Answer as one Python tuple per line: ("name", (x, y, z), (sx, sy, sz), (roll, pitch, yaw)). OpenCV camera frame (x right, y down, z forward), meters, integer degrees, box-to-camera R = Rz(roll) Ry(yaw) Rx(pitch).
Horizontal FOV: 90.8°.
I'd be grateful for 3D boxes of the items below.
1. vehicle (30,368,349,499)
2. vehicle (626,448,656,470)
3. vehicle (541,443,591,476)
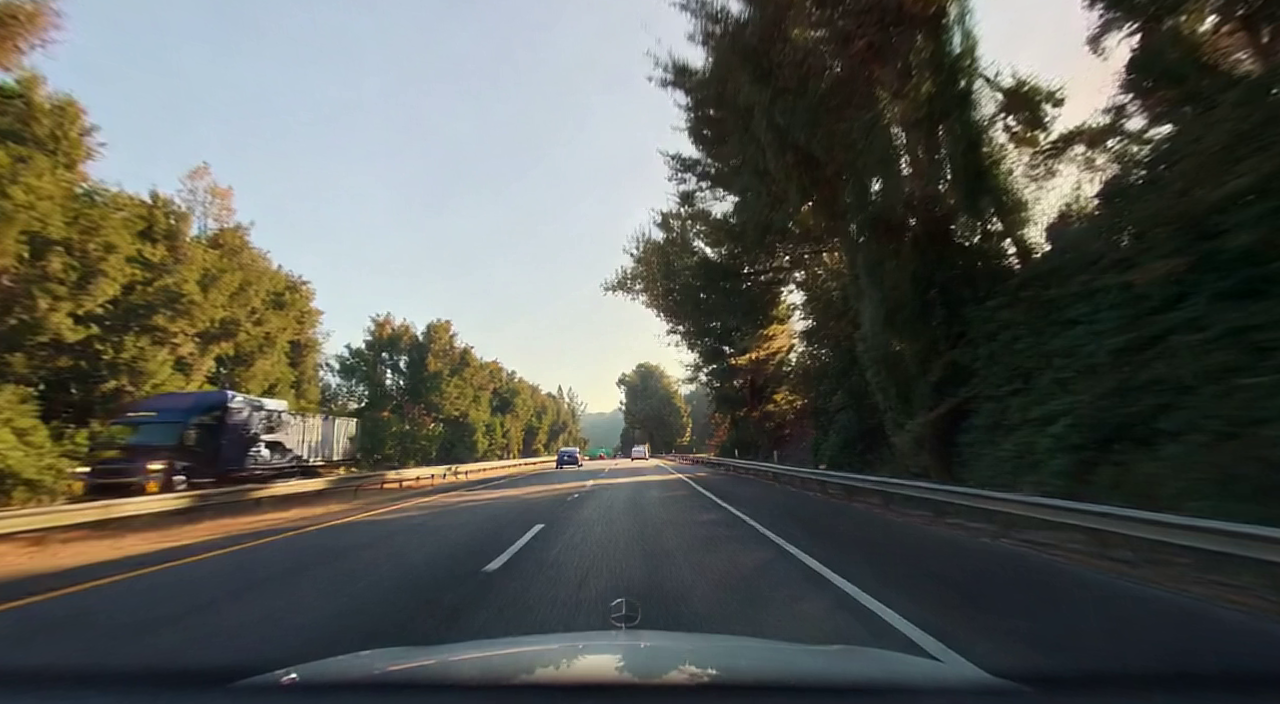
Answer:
("vehicle", (-16.814, 3.495, 26.128), (2.854, 3.933, 14.220), (0, -9, -1))
("vehicle", (0.088, 7.605, 45.193), (2.046, 1.452, 4.407), (0, -9, 0))
("vehicle", (-3.888, 5.756, 33.963), (2.182, 1.629, 4.263), (0, -9, 0))
